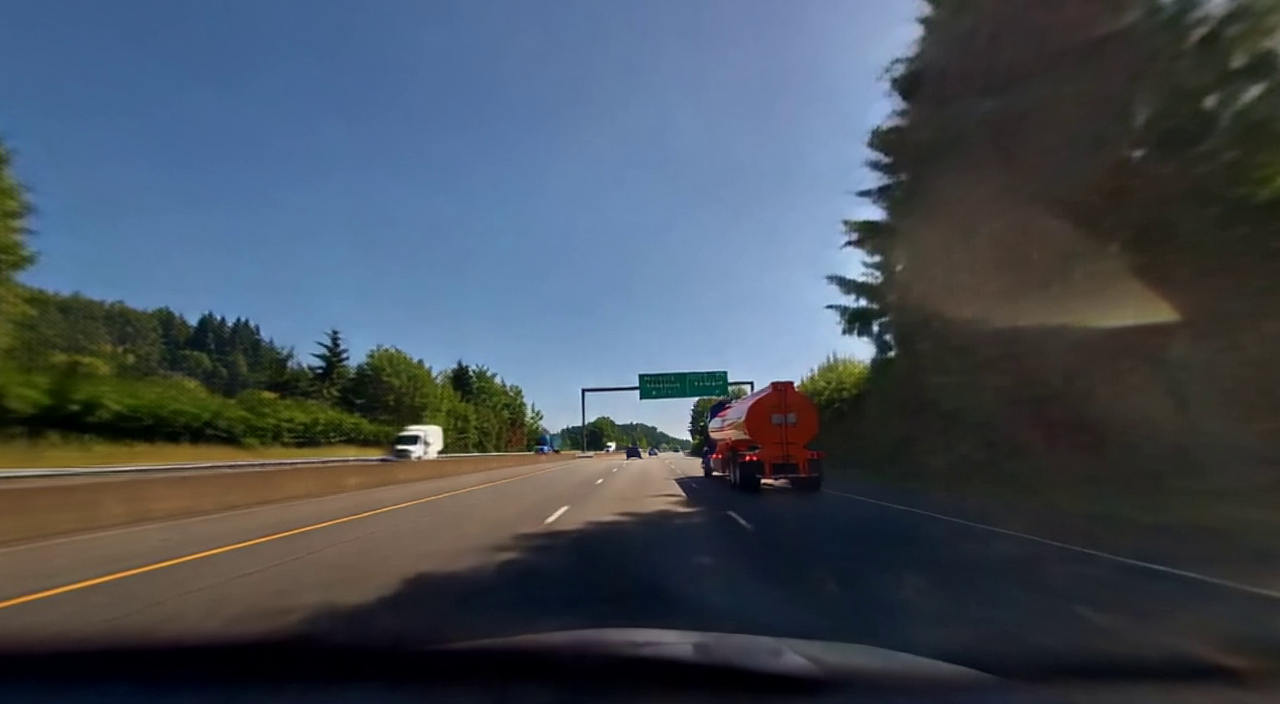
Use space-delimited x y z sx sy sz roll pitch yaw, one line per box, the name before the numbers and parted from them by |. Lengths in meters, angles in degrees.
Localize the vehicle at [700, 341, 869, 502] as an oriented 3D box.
vehicle | 4.317 2.793 22.944 2.784 4.080 13.516 -2 -9 -1
